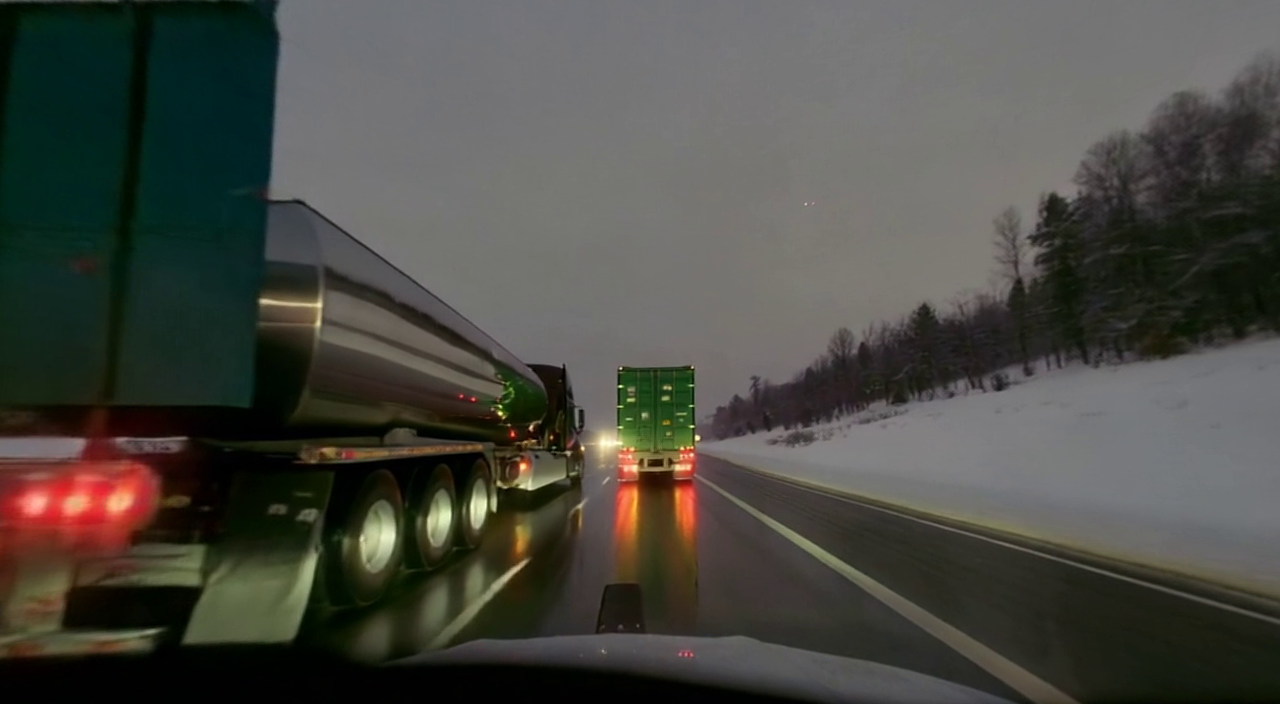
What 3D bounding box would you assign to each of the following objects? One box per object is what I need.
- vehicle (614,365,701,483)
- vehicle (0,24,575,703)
[{"bbox_3d":[0.664,3.291,27.171,2.942,4.003,11.297,0,-9,1],"label":"vehicle"},{"bbox_3d":[-3.678,1.200,11.831,3.267,3.655,17.154,0,-9,-1],"label":"vehicle"}]
